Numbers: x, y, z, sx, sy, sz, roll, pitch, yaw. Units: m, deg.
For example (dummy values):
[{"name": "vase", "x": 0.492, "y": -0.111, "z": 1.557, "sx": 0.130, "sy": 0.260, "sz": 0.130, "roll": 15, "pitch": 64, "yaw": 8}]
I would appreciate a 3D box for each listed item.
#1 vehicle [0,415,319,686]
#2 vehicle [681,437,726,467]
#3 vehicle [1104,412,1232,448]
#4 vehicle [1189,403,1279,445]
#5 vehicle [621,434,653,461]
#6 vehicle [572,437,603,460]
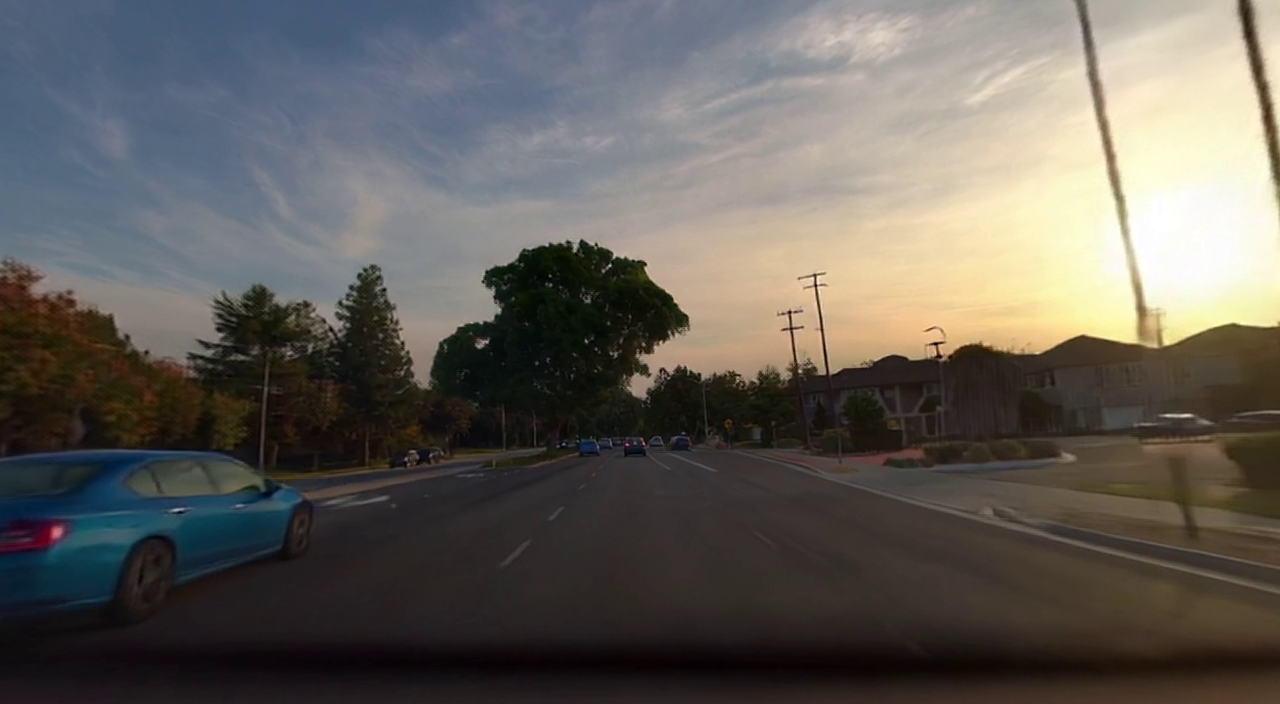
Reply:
[{"name": "vehicle", "x": -4.493, "y": 1.309, "z": 4.952, "sx": 1.844, "sy": 1.451, "sz": 4.543, "roll": 0, "pitch": -8, "yaw": -4}, {"name": "vehicle", "x": 3.306, "y": 5.320, "z": 33.708, "sx": 1.830, "sy": 1.451, "sz": 4.009, "roll": 0, "pitch": -8, "yaw": -2}, {"name": "vehicle", "x": 23.777, "y": 3.595, "z": 28.687, "sx": 1.754, "sy": 1.504, "sz": 4.090, "roll": 2, "pitch": -9, "yaw": -14}, {"name": "vehicle", "x": 29.234, "y": 3.350, "z": 29.674, "sx": 1.951, "sy": 1.743, "sz": 4.786, "roll": -3, "pitch": -9, "yaw": -10}, {"name": "vehicle", "x": -0.270, "y": 6.485, "z": 42.974, "sx": 2.043, "sy": 1.734, "sz": 4.253, "roll": 0, "pitch": -8, "yaw": -1}, {"name": "vehicle", "x": -3.813, "y": 7.111, "z": 46.611, "sx": 2.000, "sy": 1.569, "sz": 3.794, "roll": 0, "pitch": -8, "yaw": -1}]
